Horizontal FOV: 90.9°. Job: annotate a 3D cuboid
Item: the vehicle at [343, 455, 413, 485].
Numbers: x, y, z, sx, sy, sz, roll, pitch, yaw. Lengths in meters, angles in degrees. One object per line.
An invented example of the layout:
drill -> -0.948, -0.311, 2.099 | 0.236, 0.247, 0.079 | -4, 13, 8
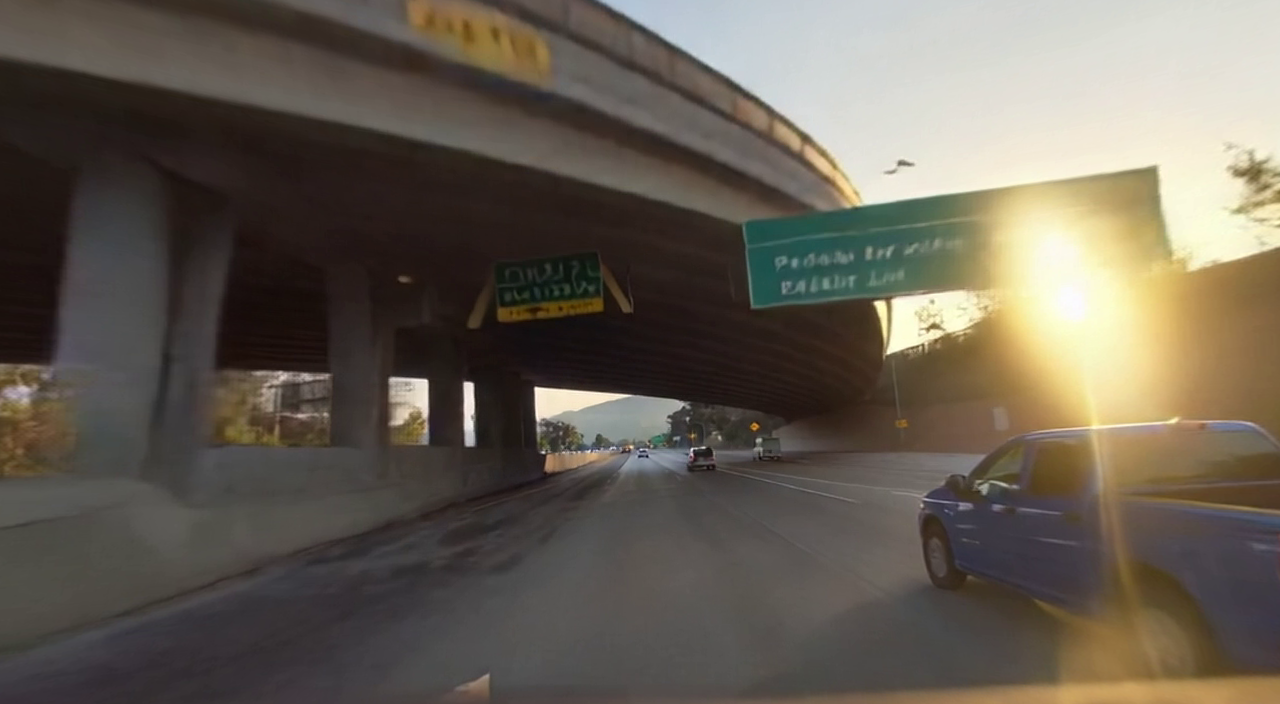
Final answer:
vehicle -> -14.773, 6.648, 35.839 | 1.933, 1.452, 4.676 | -1, -8, 1

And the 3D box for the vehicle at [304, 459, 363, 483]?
vehicle -> -21.919, 8.478, 45.312 | 1.801, 1.487, 4.731 | -1, -8, 1

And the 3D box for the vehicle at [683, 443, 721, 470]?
vehicle -> 3.954, 6.728, 40.868 | 2.014, 1.643, 4.039 | 0, -8, -1

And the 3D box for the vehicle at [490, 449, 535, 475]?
vehicle -> -7.954, 6.876, 39.746 | 1.920, 1.491, 4.155 | -1, -8, 0

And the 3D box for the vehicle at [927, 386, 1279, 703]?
vehicle -> 3.287, 0.904, 2.391 | 2.119, 1.524, 4.807 | -1, -8, 0
